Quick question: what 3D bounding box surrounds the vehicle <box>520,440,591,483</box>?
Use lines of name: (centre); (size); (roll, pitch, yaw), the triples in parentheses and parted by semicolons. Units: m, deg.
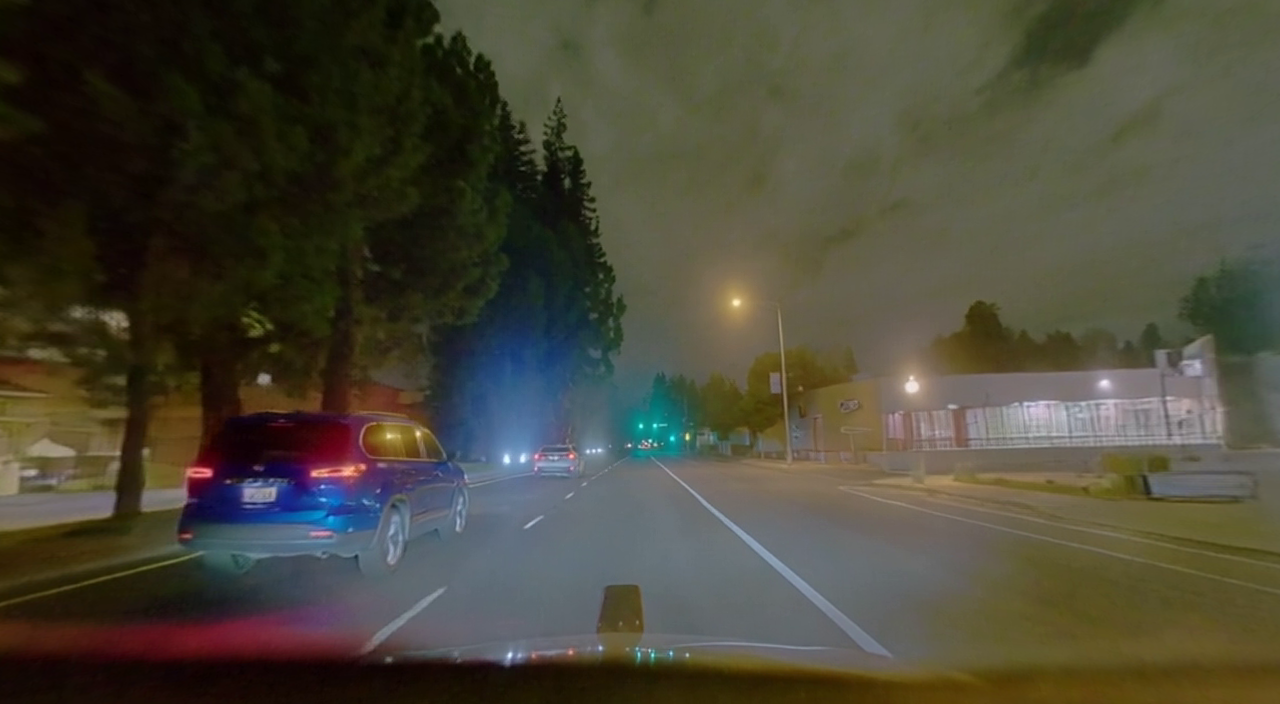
vehicle: (-3.130, 4.178, 24.426); (2.069, 1.470, 4.601); (0, -8, 0)

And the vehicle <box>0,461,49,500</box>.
vehicle: (-32.038, 6.487, 32.093); (4.602, 1.721, 2.167); (-7, -11, 39)

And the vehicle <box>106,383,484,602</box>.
vehicle: (-3.428, 1.497, 7.539); (2.042, 1.817, 4.364); (0, -8, 0)
